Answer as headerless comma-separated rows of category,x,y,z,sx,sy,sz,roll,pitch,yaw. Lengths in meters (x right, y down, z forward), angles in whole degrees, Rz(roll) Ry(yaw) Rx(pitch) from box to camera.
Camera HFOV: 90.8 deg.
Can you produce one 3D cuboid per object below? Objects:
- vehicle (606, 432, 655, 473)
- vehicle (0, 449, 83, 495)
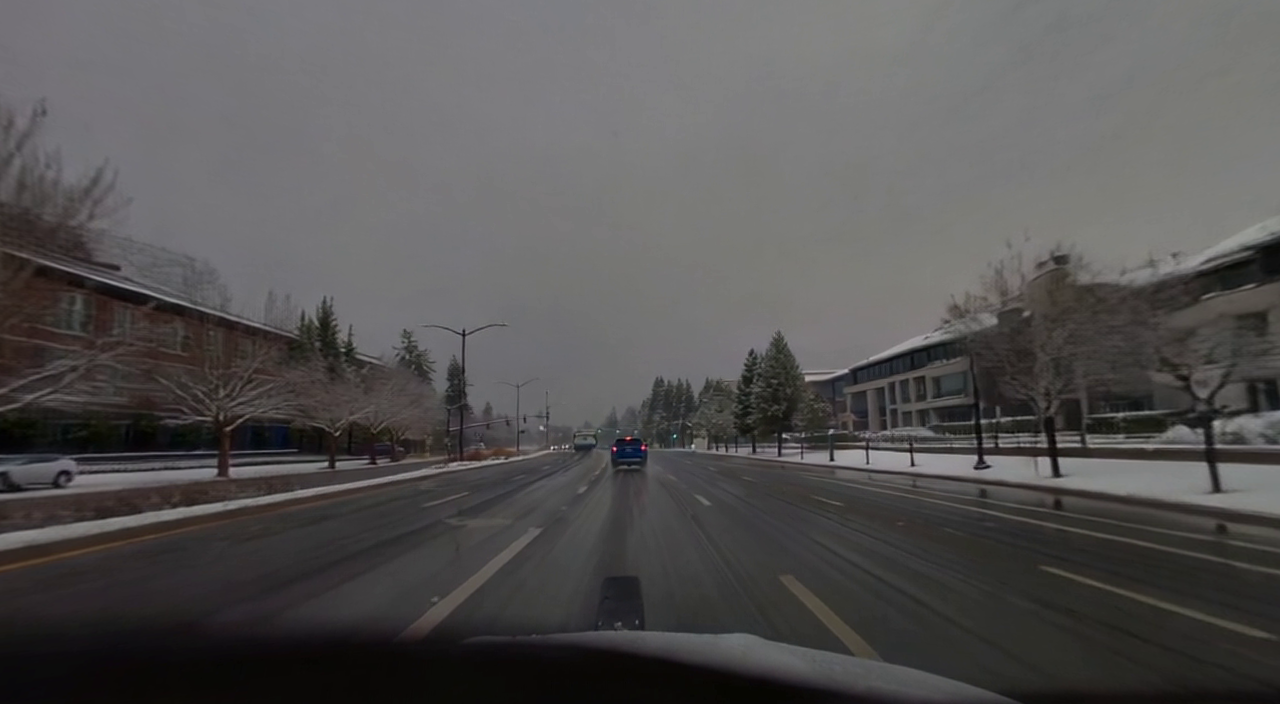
vehicle,-0.494,4.935,31.267,2.260,1.872,4.578,0,-8,-1
vehicle,-27.013,5.087,27.030,1.978,1.835,4.932,1,-8,-3
